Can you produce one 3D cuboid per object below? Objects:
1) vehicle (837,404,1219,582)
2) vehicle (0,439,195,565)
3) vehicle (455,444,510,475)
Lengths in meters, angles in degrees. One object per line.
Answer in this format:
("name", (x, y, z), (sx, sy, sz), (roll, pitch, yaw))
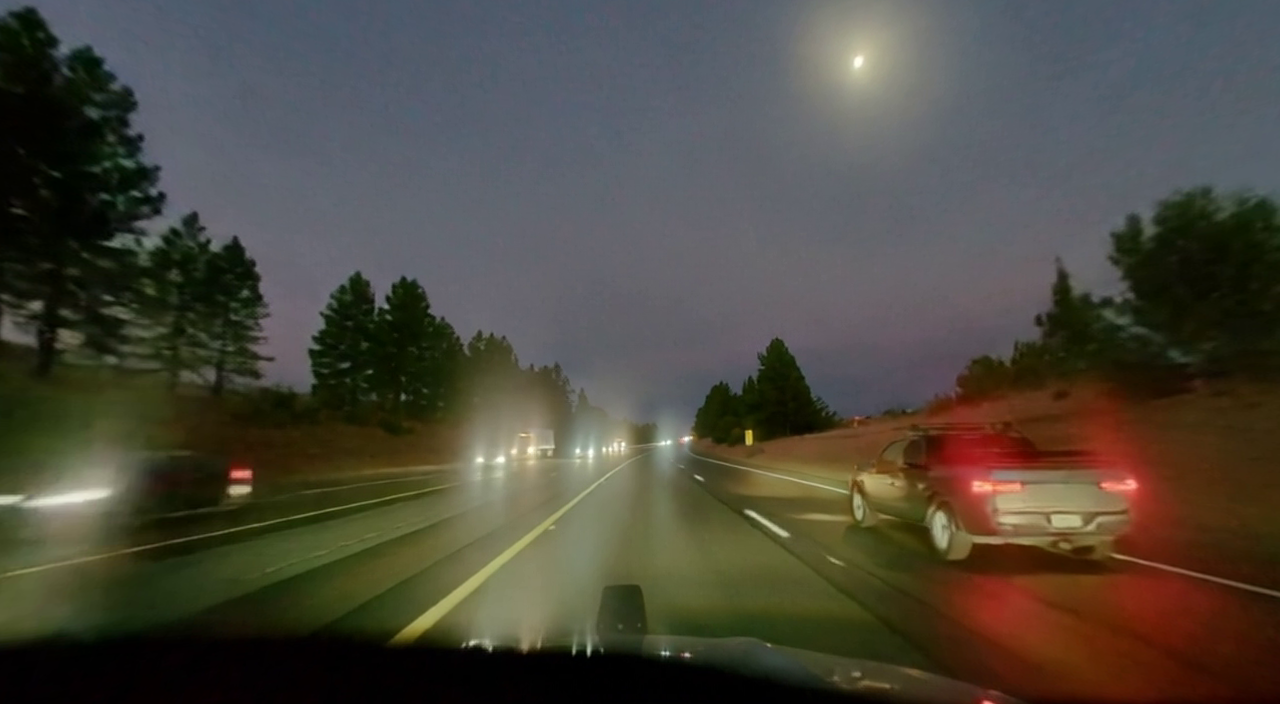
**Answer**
("vehicle", (4.531, 1.724, 8.608), (2.098, 1.703, 4.862), (0, -8, 0))
("vehicle", (-9.220, 2.090, 9.205), (2.062, 1.597, 4.608), (0, -8, 0))
("vehicle", (-9.025, 6.198, 36.548), (1.909, 1.640, 4.518), (-1, -8, 2))
